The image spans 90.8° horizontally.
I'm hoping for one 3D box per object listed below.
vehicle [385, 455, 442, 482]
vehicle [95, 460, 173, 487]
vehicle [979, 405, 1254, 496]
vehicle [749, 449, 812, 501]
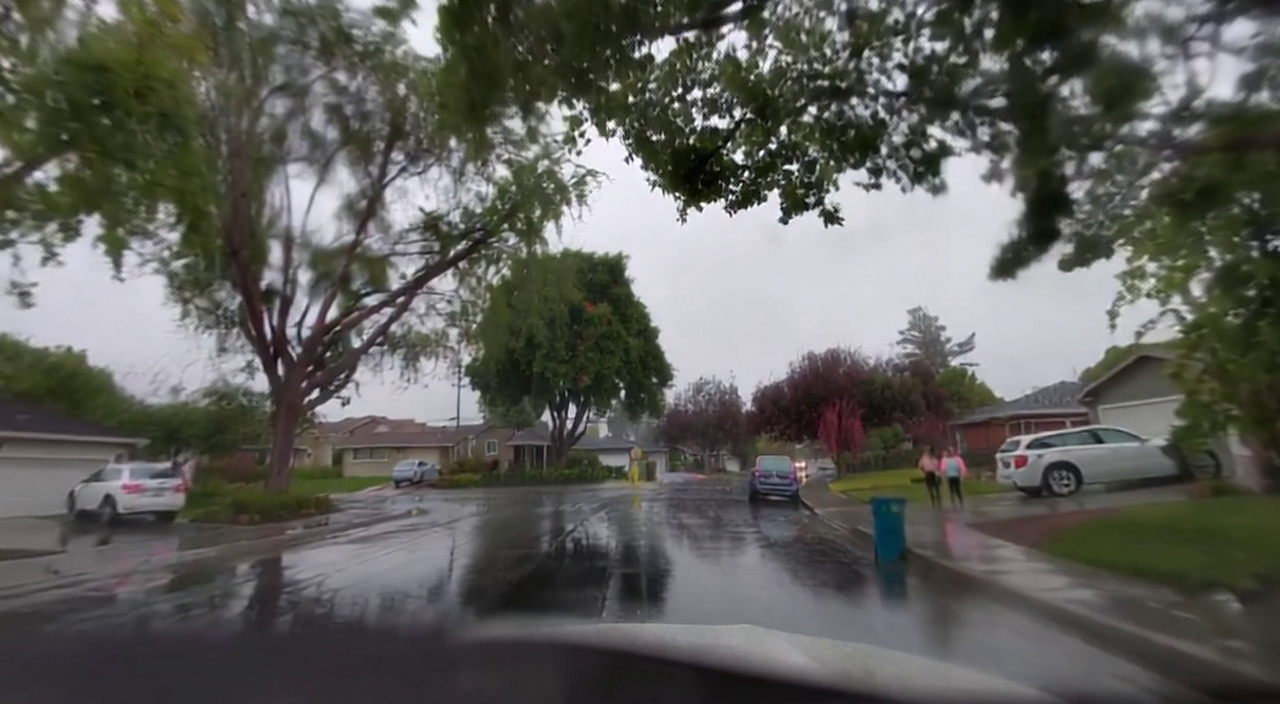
[{"bbox_3d":[-16.499,8.473,46.234,2.021,1.798,4.491,-1,-8,7],"label":"vehicle"},{"bbox_3d":[-38.416,9.223,48.153,2.206,1.858,4.918,1,-10,-7],"label":"vehicle"},{"bbox_3d":[11.312,2.385,15.365,4.780,1.765,2.103,-4,-8,3],"label":"vehicle"},{"bbox_3d":[5.312,4.561,23.979,2.053,1.737,4.375,-2,-9,12],"label":"vehicle"}]
